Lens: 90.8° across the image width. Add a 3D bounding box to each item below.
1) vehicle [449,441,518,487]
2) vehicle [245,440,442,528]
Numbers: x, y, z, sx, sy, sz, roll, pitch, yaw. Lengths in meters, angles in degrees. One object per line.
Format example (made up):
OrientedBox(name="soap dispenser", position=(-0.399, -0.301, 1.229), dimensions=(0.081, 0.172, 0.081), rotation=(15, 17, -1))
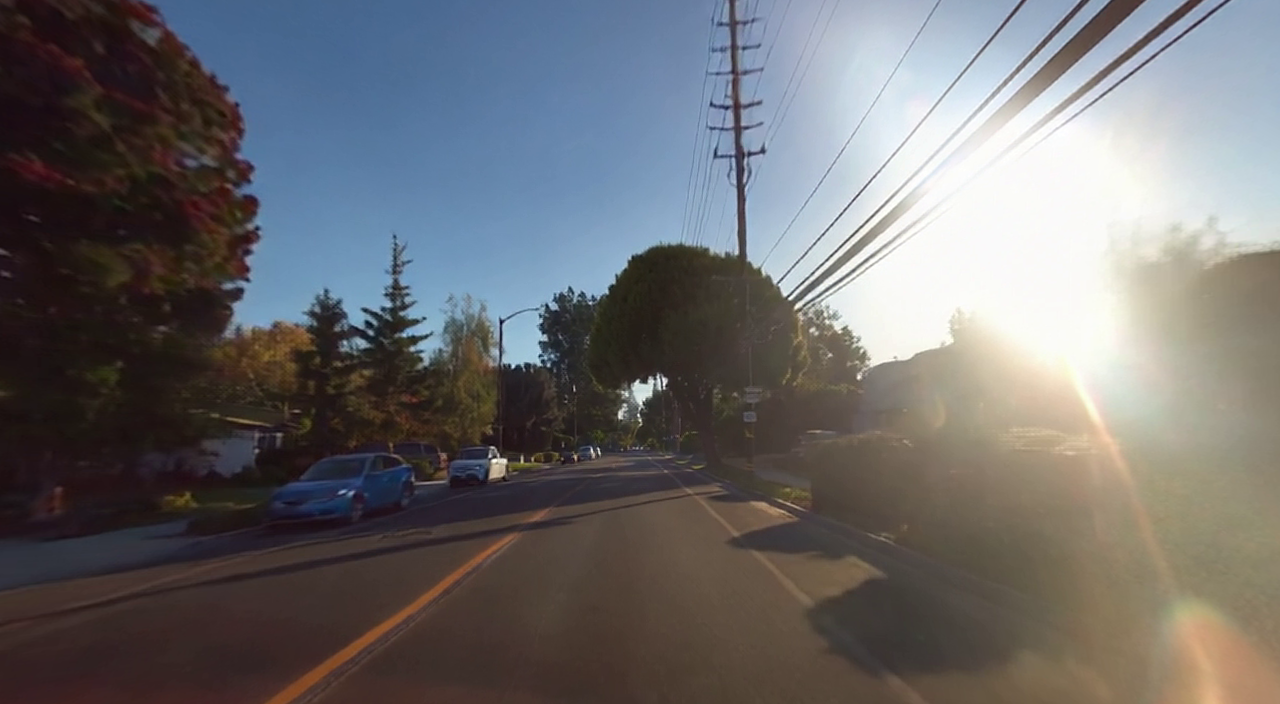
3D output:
OrientedBox(name="vehicle", position=(-6.711, 4.831, 27.557), dimensions=(1.923, 1.687, 4.511), rotation=(-4, -9, -1))
OrientedBox(name="vehicle", position=(-6.469, 2.923, 14.562), dimensions=(2.129, 1.556, 4.778), rotation=(-4, -9, 2))
